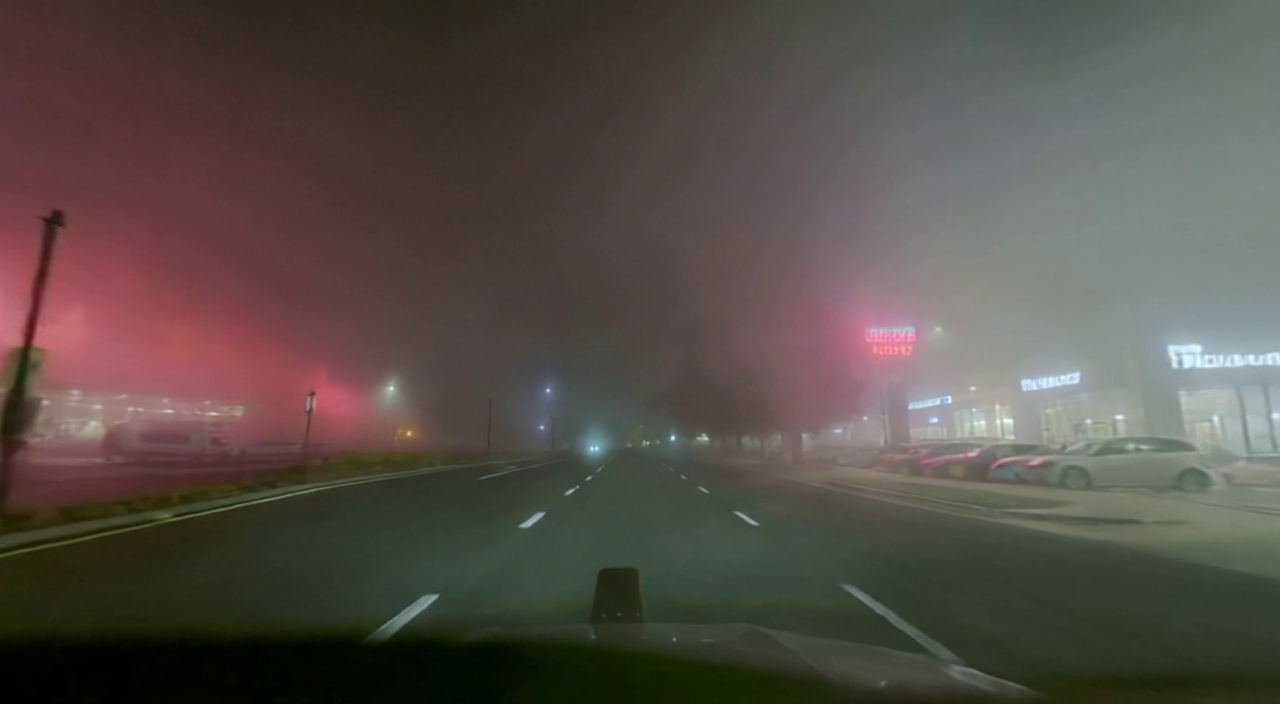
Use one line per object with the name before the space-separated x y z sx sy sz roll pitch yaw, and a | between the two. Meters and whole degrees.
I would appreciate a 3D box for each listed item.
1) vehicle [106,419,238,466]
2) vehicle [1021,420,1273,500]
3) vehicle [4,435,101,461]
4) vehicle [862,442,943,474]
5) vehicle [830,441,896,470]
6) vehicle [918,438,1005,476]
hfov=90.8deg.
vehicle | -31.324 6.065 42.500 6.892 2.879 2.222 -1 -8 -3
vehicle | 14.872 3.217 19.229 2.189 1.951 5.828 0 -9 -9
vehicle | -42.204 6.882 45.466 4.838 1.781 1.986 1 -8 -3
vehicle | 12.973 5.242 31.486 1.865 1.434 4.373 1 -8 -5
vehicle | 12.717 5.948 36.407 1.928 1.465 4.874 -2 -9 -1
vehicle | 15.712 5.128 31.155 1.893 1.727 4.285 0 -8 -2
